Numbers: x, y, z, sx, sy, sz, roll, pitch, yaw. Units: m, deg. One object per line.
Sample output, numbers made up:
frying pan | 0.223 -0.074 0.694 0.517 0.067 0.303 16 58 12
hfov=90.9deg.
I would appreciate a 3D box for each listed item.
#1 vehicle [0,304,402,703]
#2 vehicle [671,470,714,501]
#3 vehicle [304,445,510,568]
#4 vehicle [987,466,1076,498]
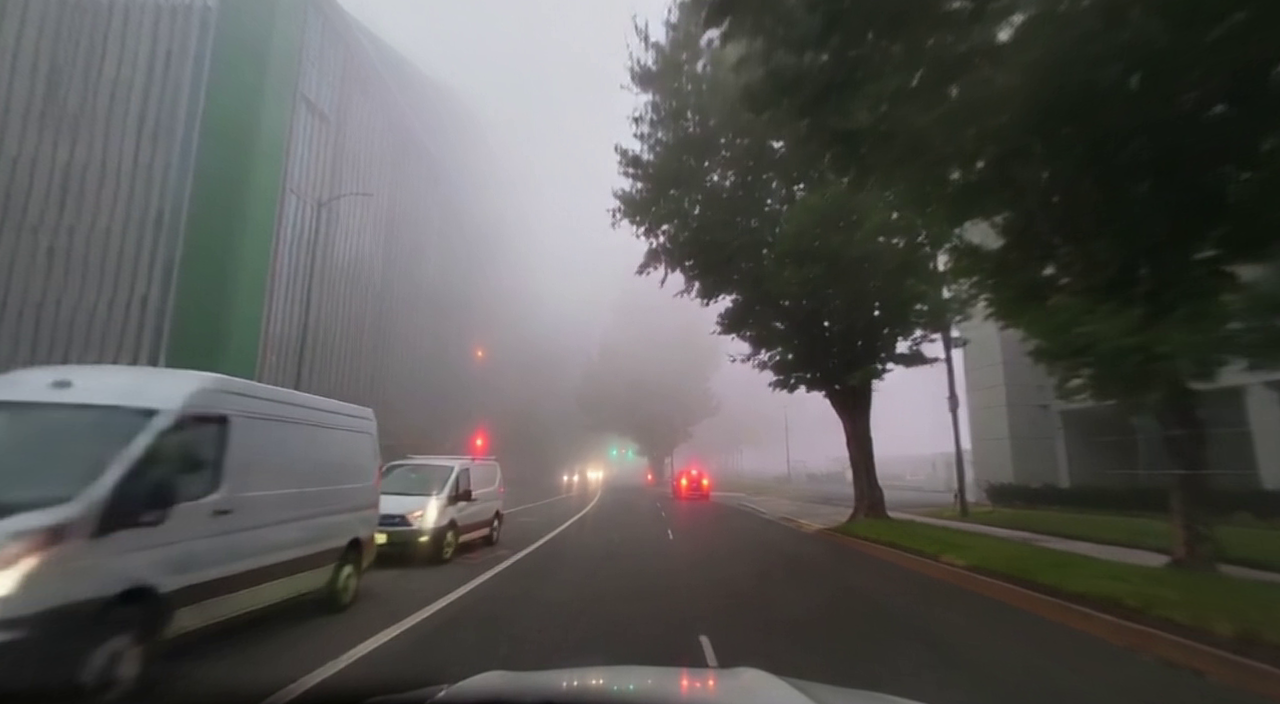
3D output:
vehicle | -3.771 1.162 4.482 2.148 2.024 4.884 0 -11 1
vehicle | 2.682 6.961 33.087 1.899 1.470 3.666 1 -11 0
vehicle | -3.706 2.562 10.981 1.956 1.680 4.126 0 -11 0
vehicle | 17.332 5.752 28.002 2.767 1.307 1.673 -1 -10 1
